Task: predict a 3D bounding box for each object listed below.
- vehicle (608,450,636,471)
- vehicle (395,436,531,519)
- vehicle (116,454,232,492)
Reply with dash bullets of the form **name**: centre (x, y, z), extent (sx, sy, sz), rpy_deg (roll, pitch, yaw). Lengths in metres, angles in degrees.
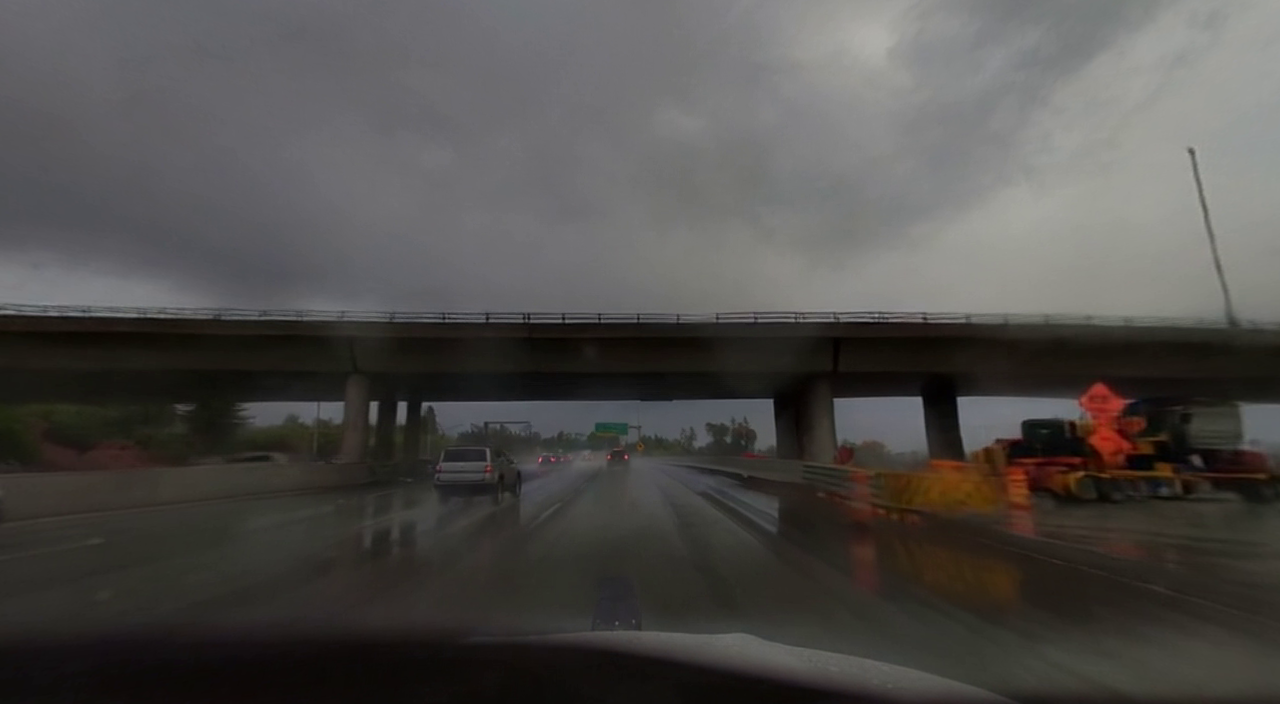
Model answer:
- **vehicle**: centre (-1.403, 8.113, 47.387), extent (2.051, 1.459, 4.092), rpy_deg (0, -9, -3)
- **vehicle**: centre (-3.939, 2.847, 14.902), extent (2.024, 1.655, 4.192), rpy_deg (0, -9, 0)
- **vehicle**: centre (-22.026, 5.711, 30.162), extent (1.898, 1.612, 4.808), rpy_deg (0, -8, -1)
